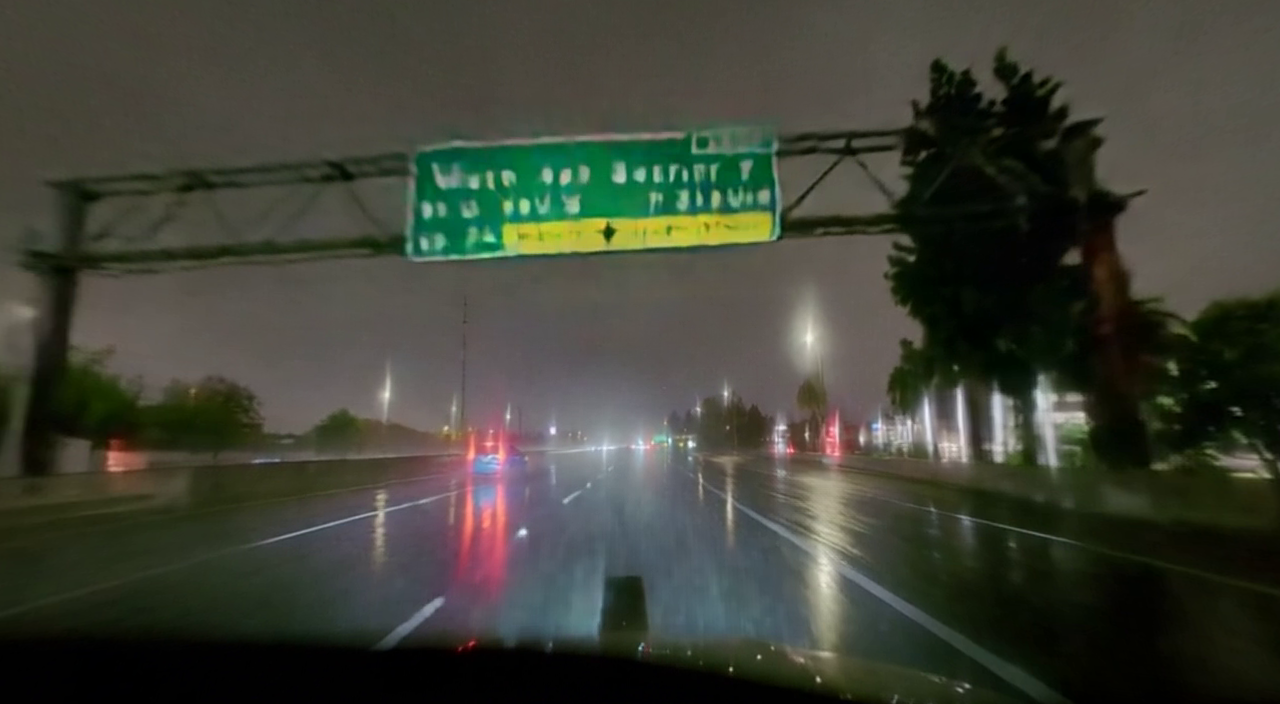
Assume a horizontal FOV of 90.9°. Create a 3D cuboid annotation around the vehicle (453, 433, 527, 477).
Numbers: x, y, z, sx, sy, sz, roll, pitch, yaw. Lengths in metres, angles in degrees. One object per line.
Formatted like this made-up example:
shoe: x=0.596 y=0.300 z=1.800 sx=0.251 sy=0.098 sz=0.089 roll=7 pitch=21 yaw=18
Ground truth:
vehicle: x=-6.696 y=4.667 z=28.806 sx=2.145 sy=1.793 sz=4.762 roll=-1 pitch=-8 yaw=1
